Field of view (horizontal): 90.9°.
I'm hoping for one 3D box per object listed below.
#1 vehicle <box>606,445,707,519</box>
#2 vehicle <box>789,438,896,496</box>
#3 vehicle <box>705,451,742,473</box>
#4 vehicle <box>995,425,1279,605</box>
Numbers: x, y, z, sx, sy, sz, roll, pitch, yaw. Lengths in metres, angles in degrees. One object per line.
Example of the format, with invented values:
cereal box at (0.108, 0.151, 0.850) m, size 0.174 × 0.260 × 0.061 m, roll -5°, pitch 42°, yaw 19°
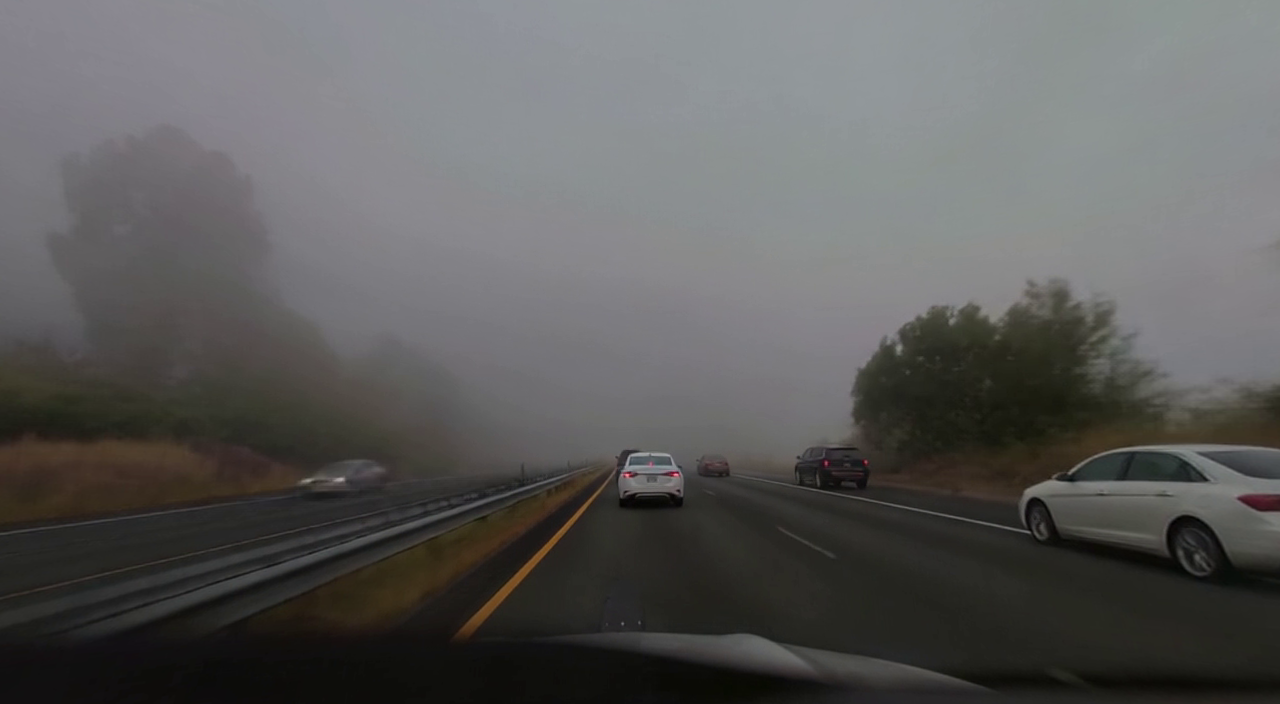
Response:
vehicle at (0.296, 2.977, 14.861) m, size 2.076 × 1.485 × 3.774 m, roll 0°, pitch -9°, yaw -1°
vehicle at (6.503, 3.748, 20.813) m, size 1.980 × 1.702 × 4.235 m, roll 0°, pitch -9°, yaw -2°
vehicle at (5.931, 7.846, 45.105) m, size 1.921 × 1.451 × 3.841 m, roll 0°, pitch -9°, yaw -3°
vehicle at (6.288, 1.670, 7.264) m, size 1.965 × 1.484 × 4.090 m, roll 0°, pitch -9°, yaw 0°
